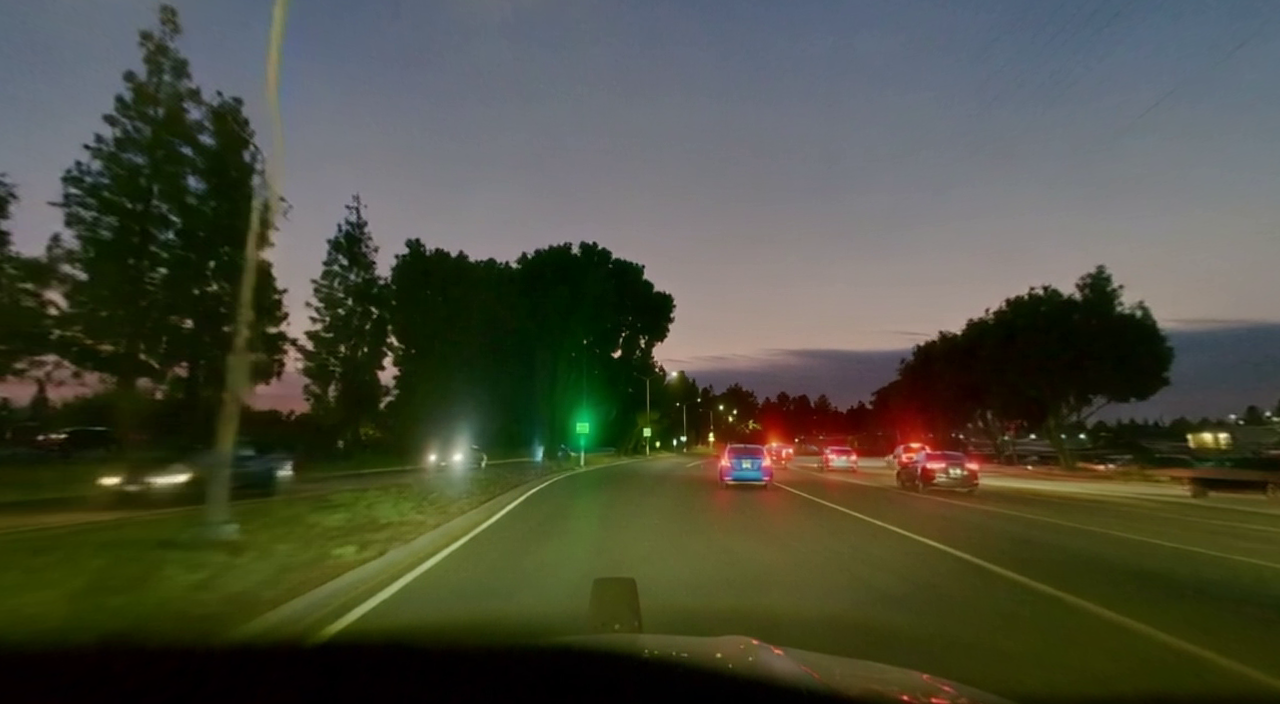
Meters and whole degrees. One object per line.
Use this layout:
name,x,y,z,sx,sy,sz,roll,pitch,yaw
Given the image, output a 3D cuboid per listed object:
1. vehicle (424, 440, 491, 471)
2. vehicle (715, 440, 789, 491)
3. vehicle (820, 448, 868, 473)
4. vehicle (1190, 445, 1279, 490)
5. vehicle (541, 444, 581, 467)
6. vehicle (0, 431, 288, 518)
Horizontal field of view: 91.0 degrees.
vehicle,-10.033,5.726,35.039,1.990,1.581,4.706,0,-9,4
vehicle,3.862,3.987,22.496,2.145,1.603,4.369,0,-9,4
vehicle,12.976,6.894,40.273,1.928,1.488,4.361,0,-9,5
vehicle,27.786,5.165,28.426,4.719,1.851,1.920,2,-8,-14
vehicle,-5.783,7.649,46.621,1.873,1.625,4.104,-1,-9,9
vehicle,-9.542,2.366,12.663,2.089,1.400,4.467,0,-9,4
